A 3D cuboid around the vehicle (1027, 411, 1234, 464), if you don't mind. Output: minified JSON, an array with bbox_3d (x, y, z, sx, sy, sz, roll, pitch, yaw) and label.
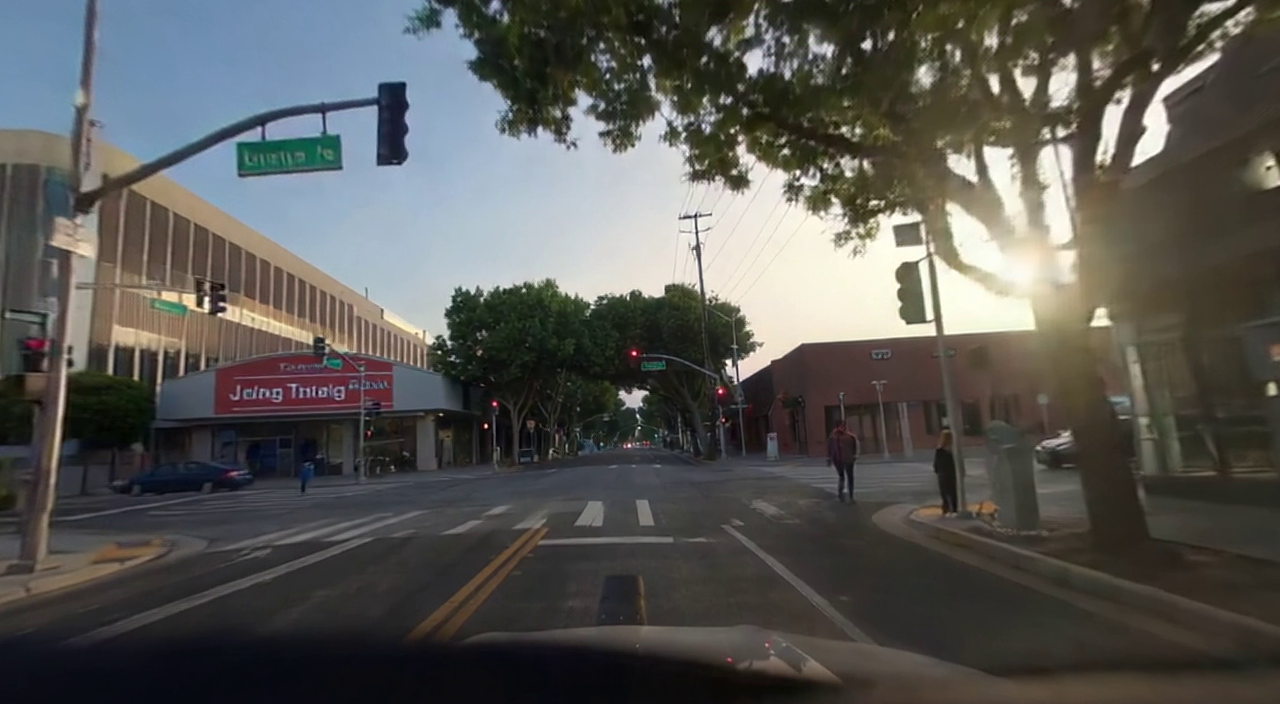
[{"bbox_3d":[14.532,2.581,18.923,4.632,1.484,1.907,0,-9,-2],"label":"vehicle"}]

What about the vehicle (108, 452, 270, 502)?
[{"bbox_3d":[-15.849,4.388,22.302,4.624,1.478,2.118,-4,-7,14],"label":"vehicle"}]
